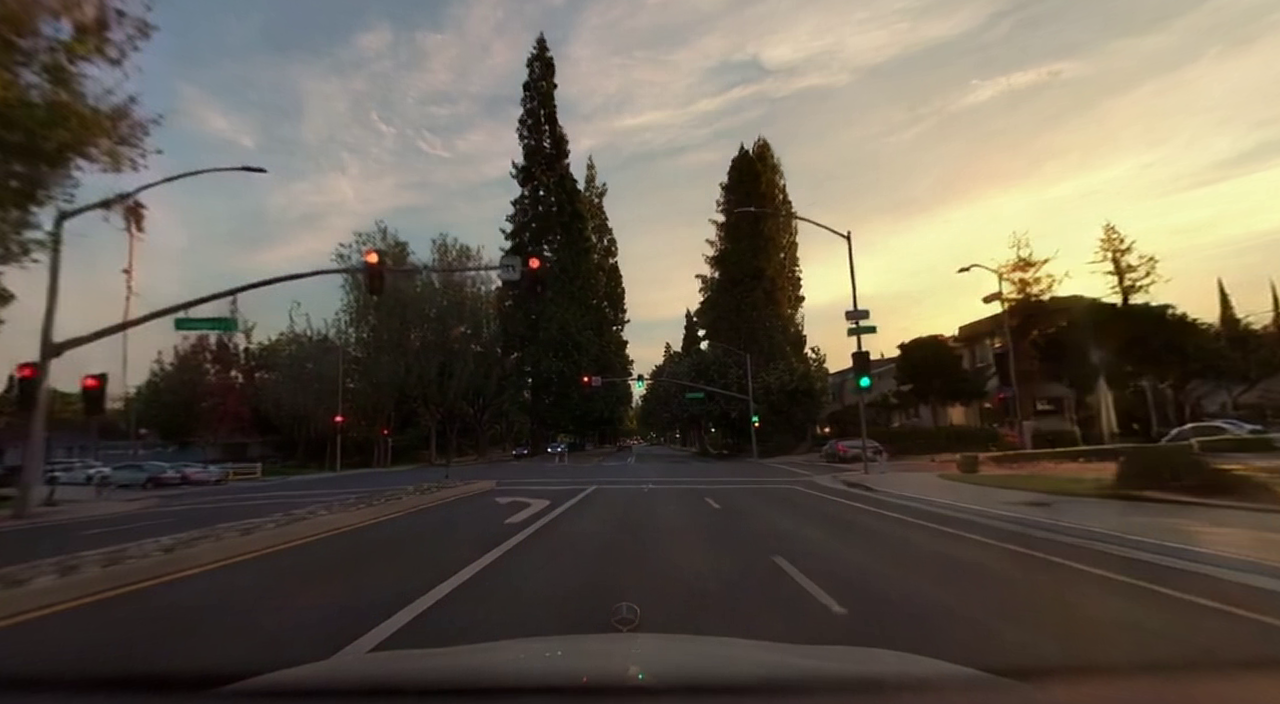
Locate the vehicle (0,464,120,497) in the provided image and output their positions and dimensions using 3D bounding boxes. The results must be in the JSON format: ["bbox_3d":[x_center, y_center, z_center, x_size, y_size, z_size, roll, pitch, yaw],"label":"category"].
[{"bbox_3d":[-28.461,6.268,30.895,4.505,1.460,1.929,-1,-9,6],"label":"vehicle"}]

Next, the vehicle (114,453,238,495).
[{"bbox_3d":[-22.130,5.797,30.234,4.445,1.805,1.944,-1,-8,2],"label":"vehicle"}]

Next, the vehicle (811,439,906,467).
[{"bbox_3d":[12.373,5.747,36.037,4.611,1.505,2.029,0,-9,-1],"label":"vehicle"}]
